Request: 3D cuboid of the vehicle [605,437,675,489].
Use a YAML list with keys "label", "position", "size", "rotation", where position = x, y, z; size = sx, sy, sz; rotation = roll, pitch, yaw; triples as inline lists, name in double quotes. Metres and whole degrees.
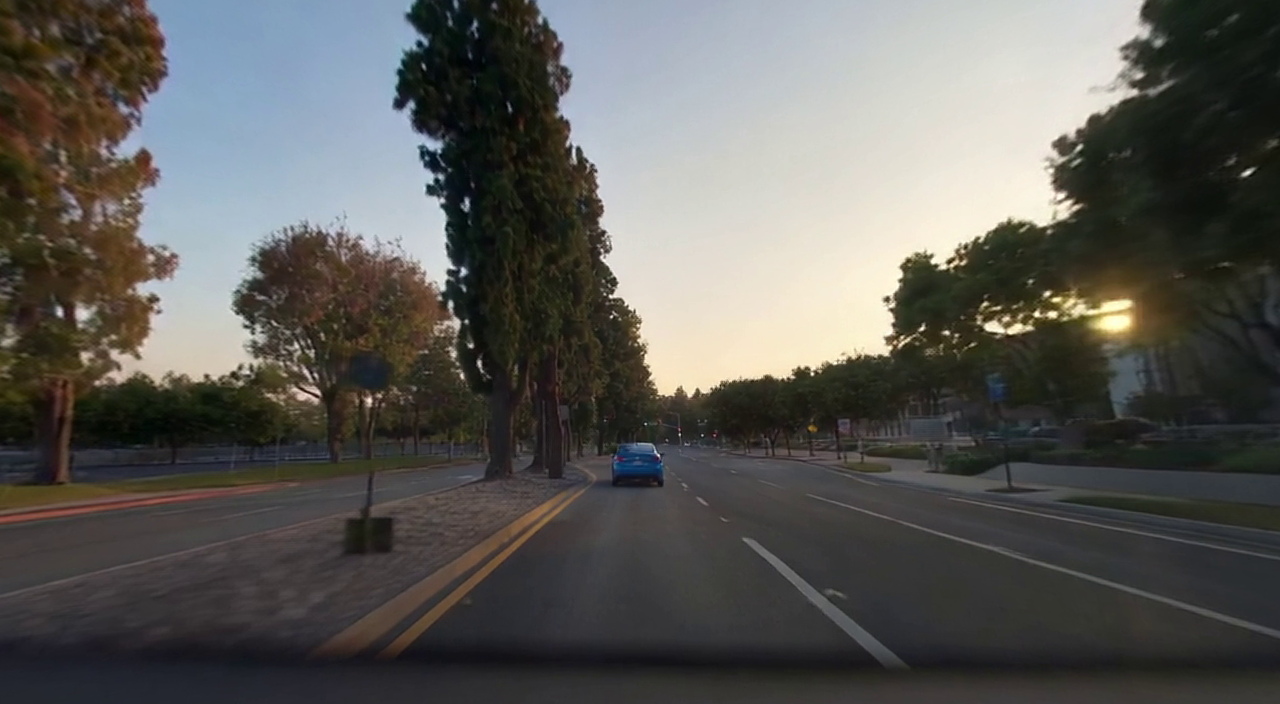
- label: "vehicle"
  position: [-0.092, 3.608, 20.864]
  size: [2.042, 1.479, 4.601]
  rotation: [0, -8, -2]
